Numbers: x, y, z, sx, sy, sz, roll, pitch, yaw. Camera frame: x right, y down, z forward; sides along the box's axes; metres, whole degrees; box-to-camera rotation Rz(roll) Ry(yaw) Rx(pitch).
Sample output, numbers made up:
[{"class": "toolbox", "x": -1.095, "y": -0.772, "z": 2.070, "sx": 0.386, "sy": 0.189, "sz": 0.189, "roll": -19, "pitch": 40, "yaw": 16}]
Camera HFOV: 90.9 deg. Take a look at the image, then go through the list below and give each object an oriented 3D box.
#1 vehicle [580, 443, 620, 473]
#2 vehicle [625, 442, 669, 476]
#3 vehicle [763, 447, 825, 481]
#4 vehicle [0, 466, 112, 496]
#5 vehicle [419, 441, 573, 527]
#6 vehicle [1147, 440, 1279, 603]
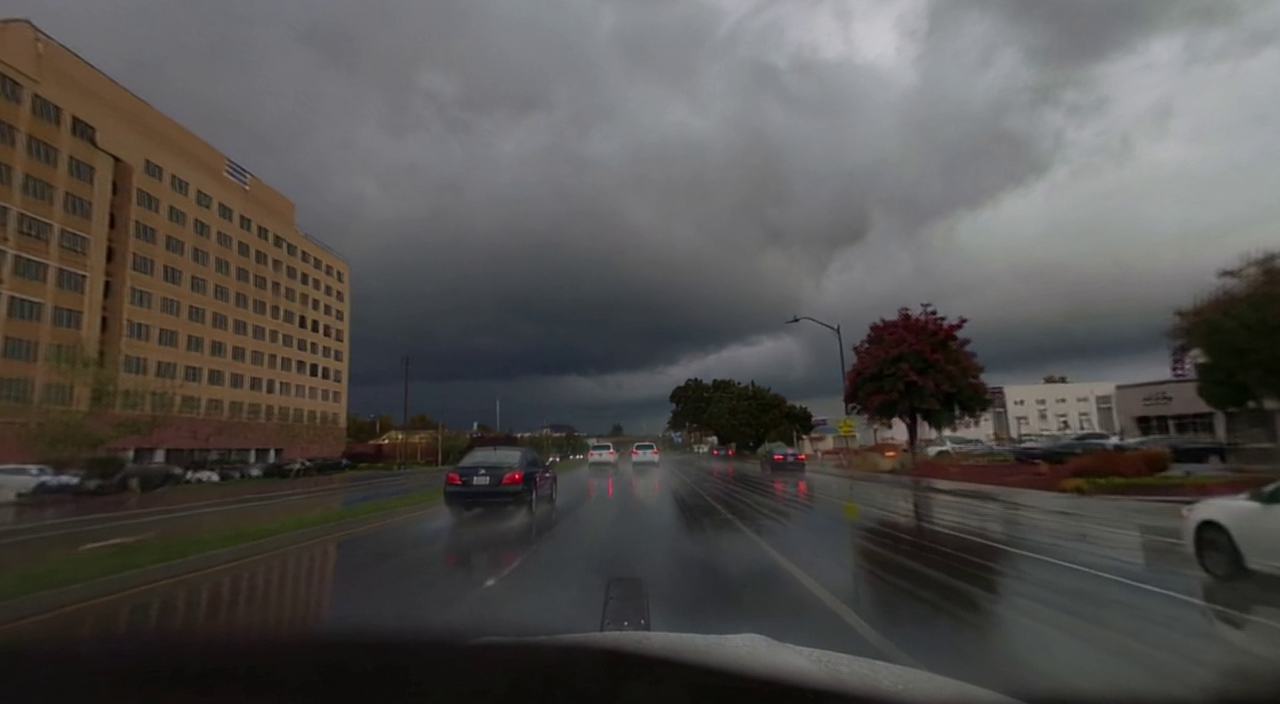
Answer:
[{"class": "vehicle", "x": -2.502, "y": 6.835, "z": 40.684, "sx": 2.117, "sy": 1.799, "sz": 4.442, "roll": 0, "pitch": -9, "yaw": 2}, {"class": "vehicle", "x": 0.425, "y": 6.021, "z": 35.724, "sx": 2.304, "sy": 1.795, "sz": 4.526, "roll": 0, "pitch": -9, "yaw": 1}, {"class": "vehicle", "x": 7.189, "y": 5.233, "z": 29.796, "sx": 1.884, "sy": 1.458, "sz": 4.245, "roll": 0, "pitch": -9, "yaw": 1}, {"class": "vehicle", "x": -34.100, "y": 7.497, "z": 36.812, "sx": 4.652, "sy": 1.472, "sz": 1.932, "roll": 5, "pitch": -10, "yaw": -32}, {"class": "vehicle", "x": -2.766, "y": 2.660, "z": 13.321, "sx": 2.095, "sy": 1.486, "sz": 4.411, "roll": 0, "pitch": -9, "yaw": 1}, {"class": "vehicle", "x": 6.710, "y": 1.391, "z": 4.804, "sx": 1.865, "sy": 1.458, "sz": 4.605, "roll": 0, "pitch": -9, "yaw": 1}]
